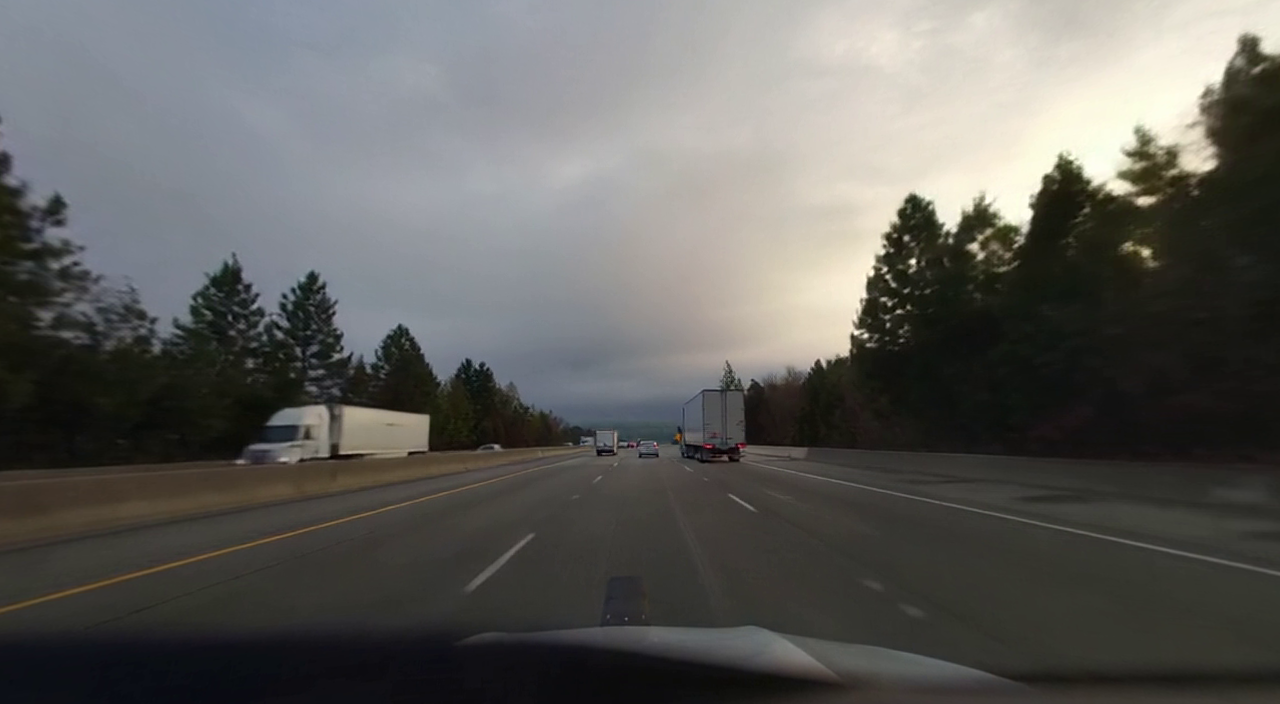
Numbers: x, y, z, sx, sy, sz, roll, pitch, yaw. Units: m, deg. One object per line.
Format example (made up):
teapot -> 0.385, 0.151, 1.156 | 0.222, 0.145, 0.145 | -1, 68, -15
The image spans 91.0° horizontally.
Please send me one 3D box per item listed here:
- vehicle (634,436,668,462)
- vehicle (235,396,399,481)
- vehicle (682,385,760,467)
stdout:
vehicle -> 0.718, 6.332, 41.112 | 2.139, 1.607, 4.034 | 0, -8, 1
vehicle -> -18.366, 5.142, 37.347 | 3.111, 4.175, 12.311 | 0, -8, 0
vehicle -> 4.622, 4.763, 39.341 | 3.005, 4.131, 14.221 | 1, -8, 0
